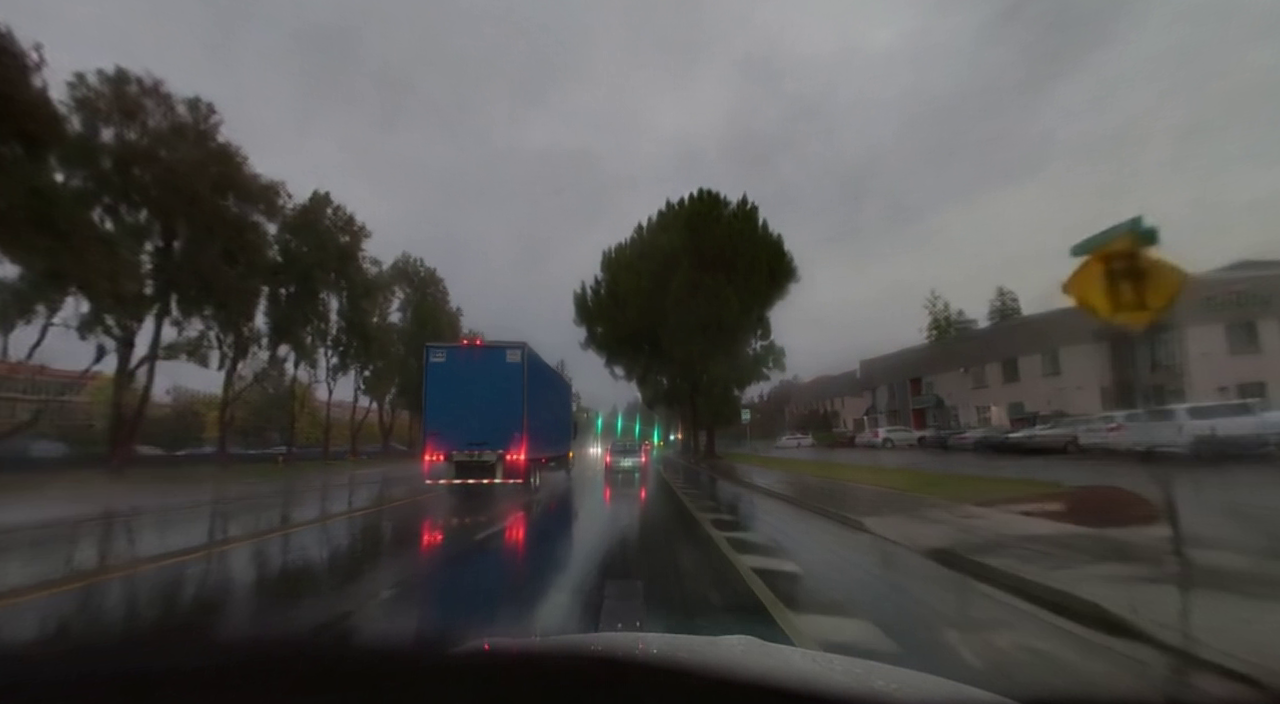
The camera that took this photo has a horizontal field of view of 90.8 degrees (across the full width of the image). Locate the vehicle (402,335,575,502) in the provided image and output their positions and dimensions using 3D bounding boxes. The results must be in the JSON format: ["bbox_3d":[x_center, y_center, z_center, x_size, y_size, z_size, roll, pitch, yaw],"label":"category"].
[{"bbox_3d":[-4.056,2.297,19.982,2.996,3.902,10.410,0,-8,-1],"label":"vehicle"}]

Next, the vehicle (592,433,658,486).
[{"bbox_3d":[-0.494,3.704,22.026,2.094,1.682,3.866,0,-8,-1],"label":"vehicle"}]
